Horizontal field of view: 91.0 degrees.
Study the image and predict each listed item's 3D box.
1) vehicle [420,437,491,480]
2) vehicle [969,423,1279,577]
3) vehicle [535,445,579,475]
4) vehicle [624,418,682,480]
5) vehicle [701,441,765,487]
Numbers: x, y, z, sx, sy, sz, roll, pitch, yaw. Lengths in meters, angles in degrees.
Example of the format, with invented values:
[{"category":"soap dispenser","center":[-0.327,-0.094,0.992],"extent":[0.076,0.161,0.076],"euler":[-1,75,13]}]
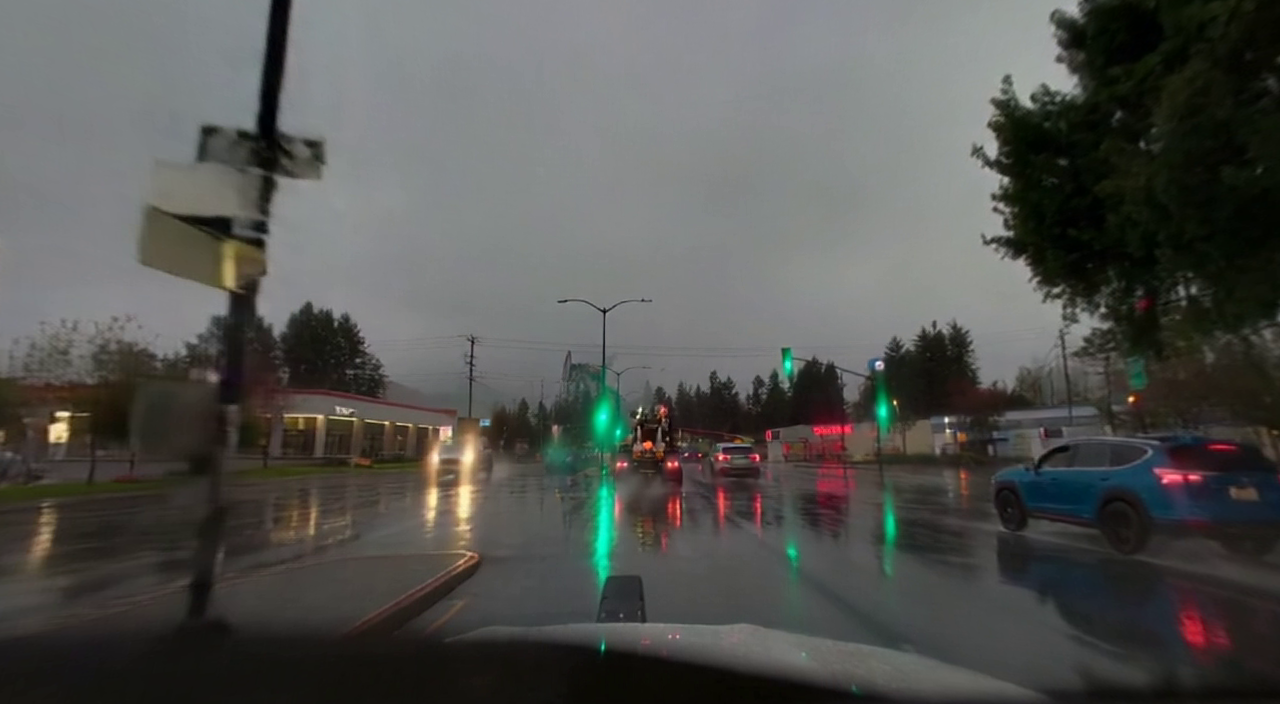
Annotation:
[{"category":"vehicle","center":[-8.751,5.071,30.336],"extent":[2.020,1.864,4.634],"euler":[0,-8,0]},{"category":"vehicle","center":[7.079,1.989,9.316],"extent":[1.982,1.698,4.408],"euler":[0,-8,0]},{"category":"vehicle","center":[-4.587,6.023,35.417],"extent":[2.001,1.518,4.316],"euler":[0,-8,-1]},{"category":"vehicle","center":[0.517,4.274,27.839],"extent":[2.370,2.518,3.858],"euler":[0,-8,0]},{"category":"vehicle","center":[3.812,4.648,26.537],"extent":[2.025,1.754,4.311],"euler":[0,-8,0]}]
